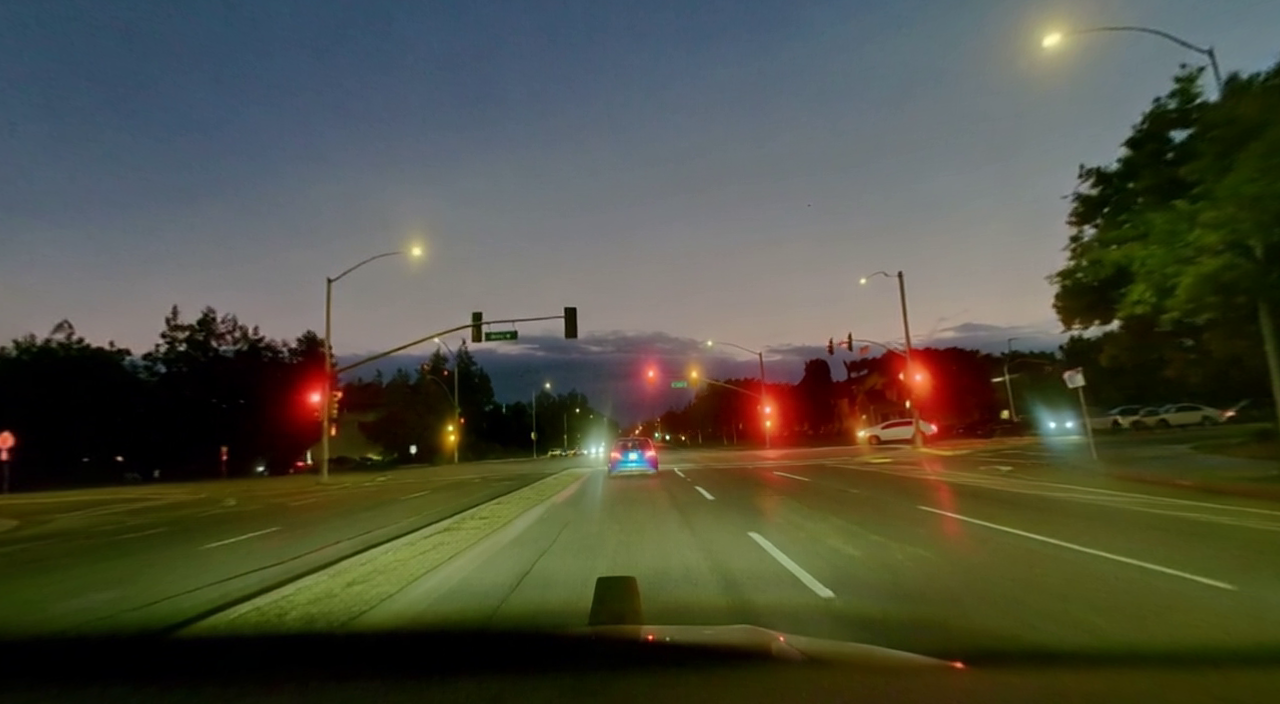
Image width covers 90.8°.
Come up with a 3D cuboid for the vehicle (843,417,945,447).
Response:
[{"bbox_3d":[17.932,5.672,44.839,6.025,2.000,2.876,1,-7,-2],"label":"vehicle"}]

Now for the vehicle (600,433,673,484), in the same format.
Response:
[{"bbox_3d":[-0.023,3.691,22.296,2.074,1.570,3.647,1,-8,7],"label":"vehicle"}]

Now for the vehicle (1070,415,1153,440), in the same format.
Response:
[{"bbox_3d":[35.917,5.732,48.163,4.735,1.784,2.094,1,-7,-3],"label":"vehicle"}]

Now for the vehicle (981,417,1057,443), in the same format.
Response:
[{"bbox_3d":[28.649,5.945,47.827,4.557,1.899,1.996,1,-8,-5],"label":"vehicle"}]
